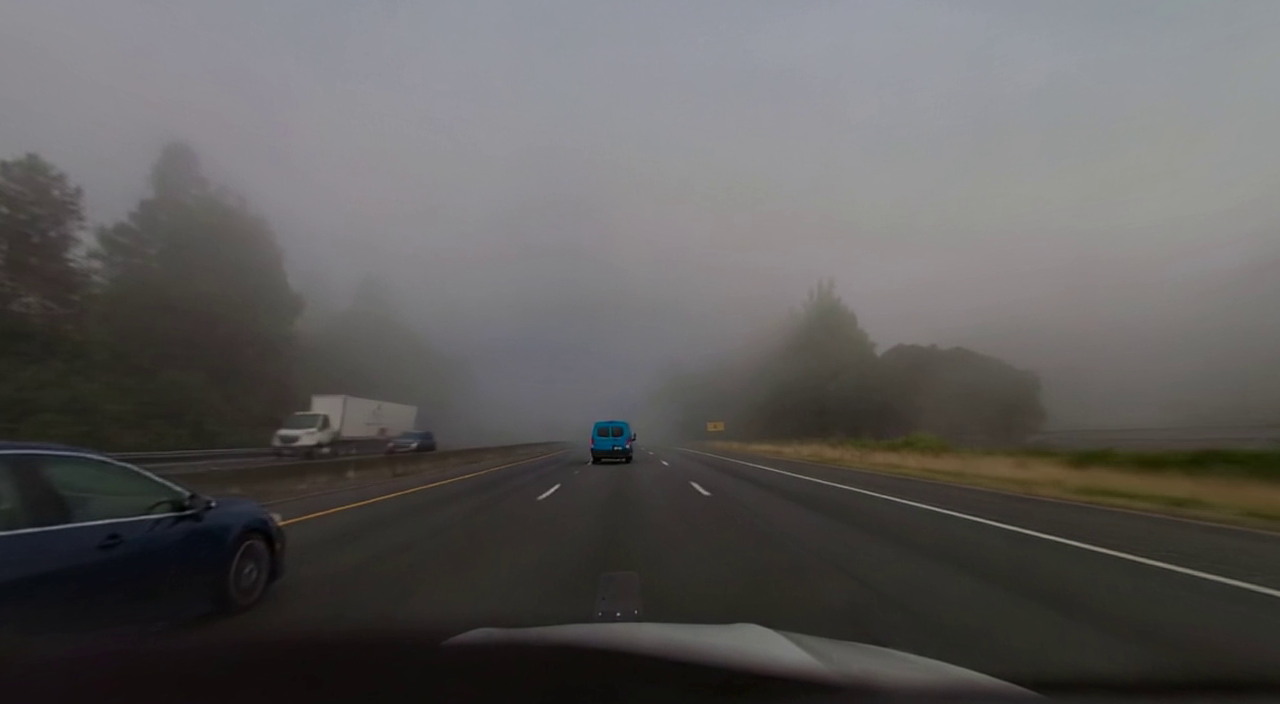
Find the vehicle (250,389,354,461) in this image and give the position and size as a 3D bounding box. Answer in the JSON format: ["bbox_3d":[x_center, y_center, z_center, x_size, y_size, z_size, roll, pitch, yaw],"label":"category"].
[{"bbox_3d":[-20.125,4.439,37.984,2.975,4.001,5.822,0,-8,-1],"label":"vehicle"}]

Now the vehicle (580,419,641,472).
[{"bbox_3d":[-1.133,3.902,26.482,2.297,2.011,4.736,0,-8,0],"label":"vehicle"}]

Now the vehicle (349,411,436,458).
[{"bbox_3d":[-11.915,4.034,30.797,2.201,2.108,5.177,0,-8,-1],"label":"vehicle"}]

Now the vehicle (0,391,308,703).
[{"bbox_3d":[-3.880,0.957,2.873,2.096,1.537,4.700,0,-7,1],"label":"vehicle"}]
